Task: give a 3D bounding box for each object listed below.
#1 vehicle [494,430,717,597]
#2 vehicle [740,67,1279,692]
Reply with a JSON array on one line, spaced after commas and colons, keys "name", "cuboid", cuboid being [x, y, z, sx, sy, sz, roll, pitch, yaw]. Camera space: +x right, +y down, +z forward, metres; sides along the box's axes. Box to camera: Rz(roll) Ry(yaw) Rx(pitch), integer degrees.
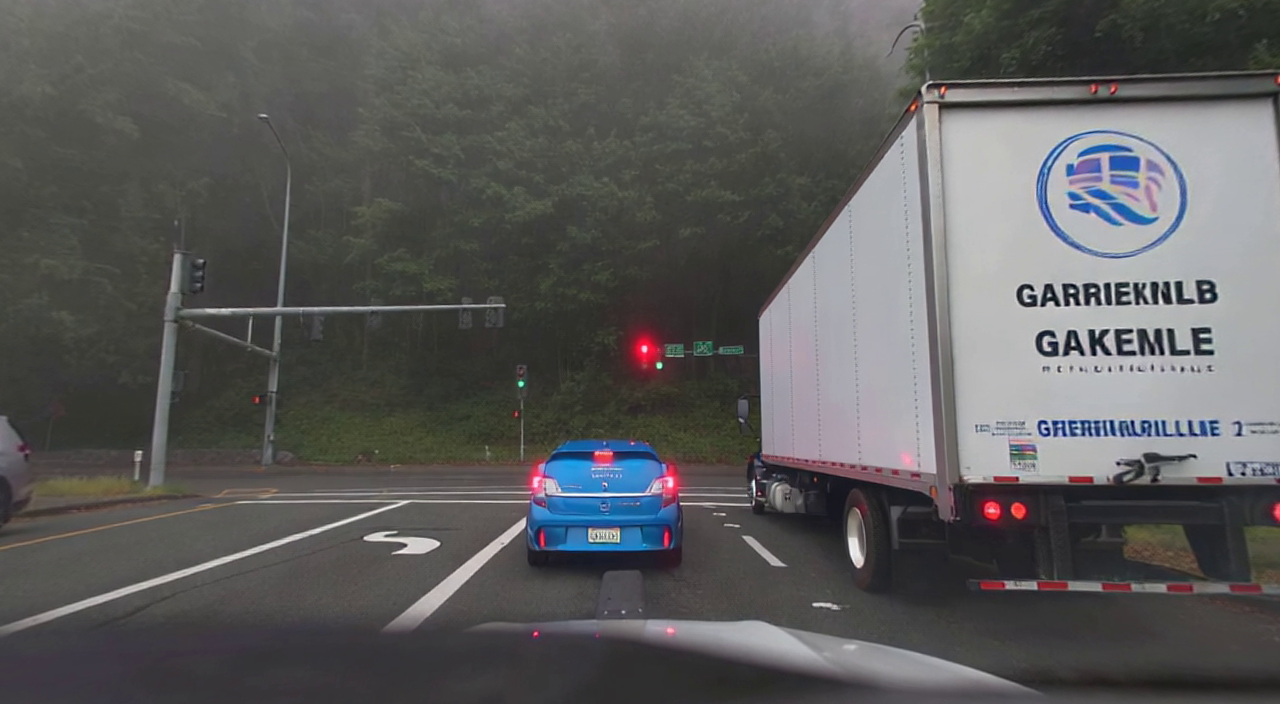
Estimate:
[{"name": "vehicle", "cuboid": [-0.348, 1.710, 7.434, 1.975, 1.457, 3.526, 0, -9, -1]}, {"name": "vehicle", "cuboid": [3.503, 0.774, 8.601, 2.884, 3.753, 9.763, 0, -9, 2]}]
